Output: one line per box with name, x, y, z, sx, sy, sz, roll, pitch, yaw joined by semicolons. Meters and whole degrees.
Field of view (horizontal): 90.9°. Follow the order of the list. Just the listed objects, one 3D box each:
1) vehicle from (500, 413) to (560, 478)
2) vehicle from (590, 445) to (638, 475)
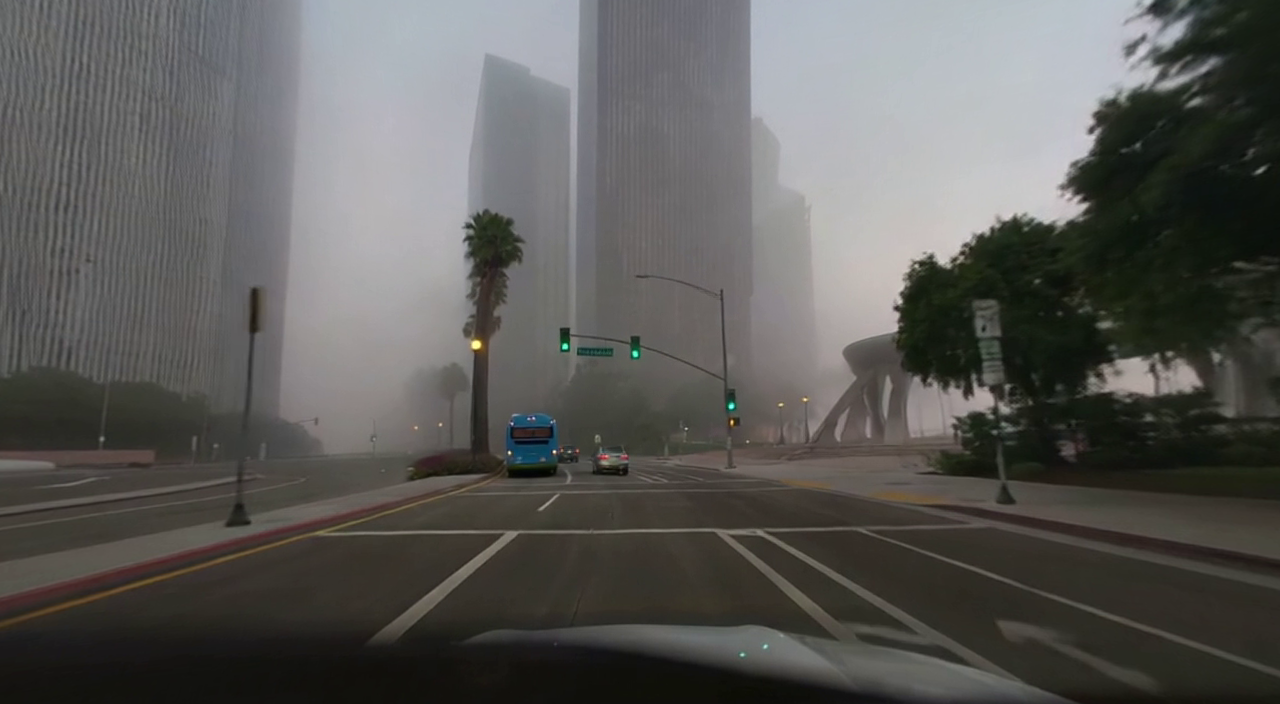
vehicle;-5.715;5.017;33.991;2.678;3.042;8.474;1;-8;-7
vehicle;-1.434;5.624;33.142;2.107;1.481;4.097;1;-8;-8
